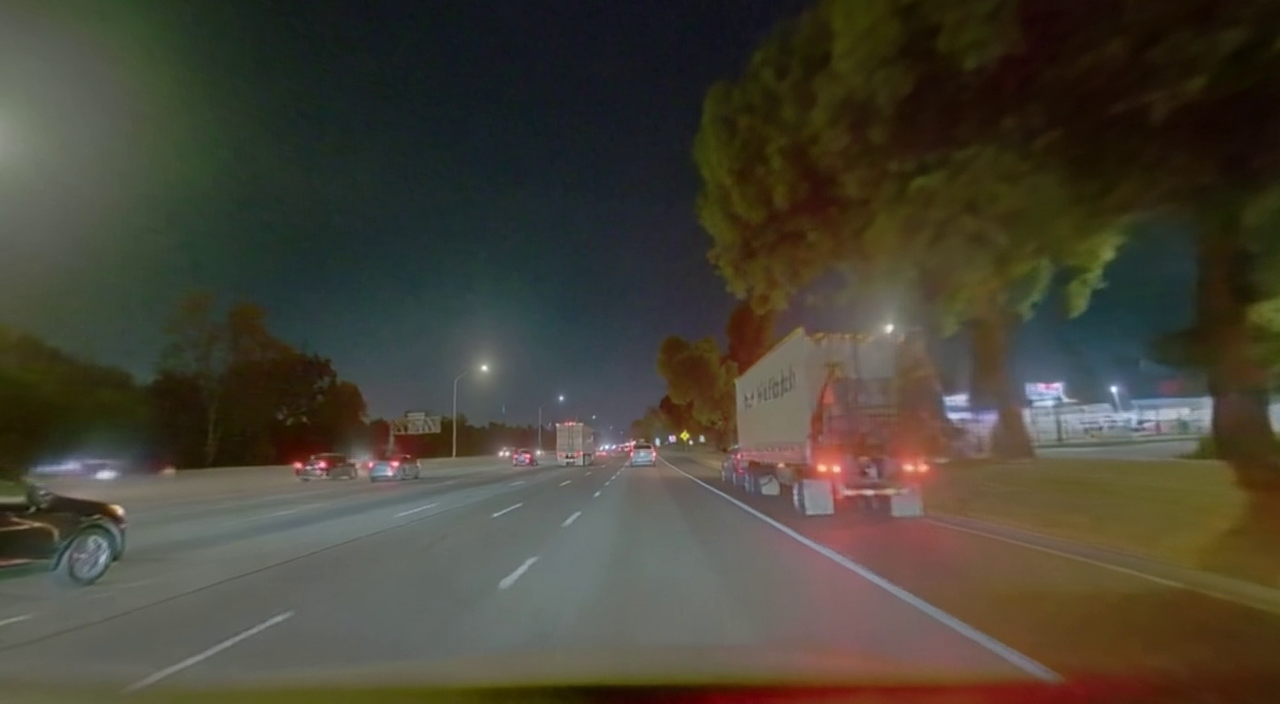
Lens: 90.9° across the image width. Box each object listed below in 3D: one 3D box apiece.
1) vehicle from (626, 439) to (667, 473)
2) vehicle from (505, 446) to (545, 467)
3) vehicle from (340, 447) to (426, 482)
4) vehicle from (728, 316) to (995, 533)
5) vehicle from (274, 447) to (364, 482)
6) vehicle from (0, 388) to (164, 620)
[{"bbox_3d":[0.375,6.003,36.701,2.227,1.794,4.646,0,-8,1],"label":"vehicle"},{"bbox_3d":[-8.570,7.841,47.358,1.929,1.477,4.746,-1,-8,2],"label":"vehicle"},{"bbox_3d":[-12.084,5.310,30.037,1.928,1.480,4.823,-1,-8,2],"label":"vehicle"},{"bbox_3d":[4.794,2.159,17.300,2.801,3.732,11.836,-4,-9,0],"label":"vehicle"},{"bbox_3d":[-15.737,5.499,31.201,1.885,1.591,4.599,-1,-8,2],"label":"vehicle"},{"bbox_3d":[-6.130,1.084,4.201,2.200,1.793,4.586,0,-8,2],"label":"vehicle"}]
